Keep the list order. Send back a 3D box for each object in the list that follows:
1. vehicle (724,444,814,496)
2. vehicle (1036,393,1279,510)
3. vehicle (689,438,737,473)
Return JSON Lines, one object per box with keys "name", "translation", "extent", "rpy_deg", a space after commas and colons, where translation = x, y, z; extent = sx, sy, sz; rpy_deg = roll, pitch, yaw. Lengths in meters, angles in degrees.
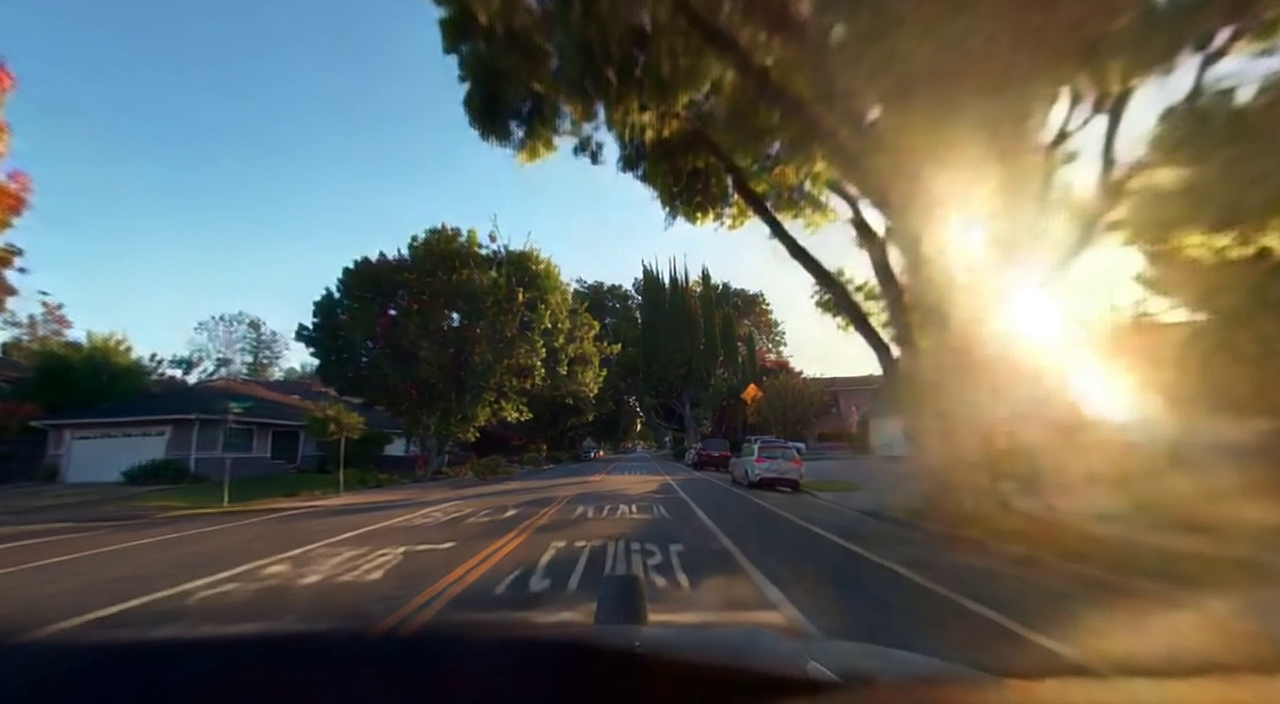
{"name": "vehicle", "translation": [3.960, 3.672, 20.115], "extent": [1.940, 1.470, 4.101], "rpy_deg": [0, -9, -1]}
{"name": "vehicle", "translation": [10.965, 1.888, 12.543], "extent": [4.459, 1.696, 2.361], "rpy_deg": [-6, -8, -1]}
{"name": "vehicle", "translation": [3.962, 5.731, 35.074], "extent": [2.032, 1.792, 4.849], "rpy_deg": [0, -9, 0]}
